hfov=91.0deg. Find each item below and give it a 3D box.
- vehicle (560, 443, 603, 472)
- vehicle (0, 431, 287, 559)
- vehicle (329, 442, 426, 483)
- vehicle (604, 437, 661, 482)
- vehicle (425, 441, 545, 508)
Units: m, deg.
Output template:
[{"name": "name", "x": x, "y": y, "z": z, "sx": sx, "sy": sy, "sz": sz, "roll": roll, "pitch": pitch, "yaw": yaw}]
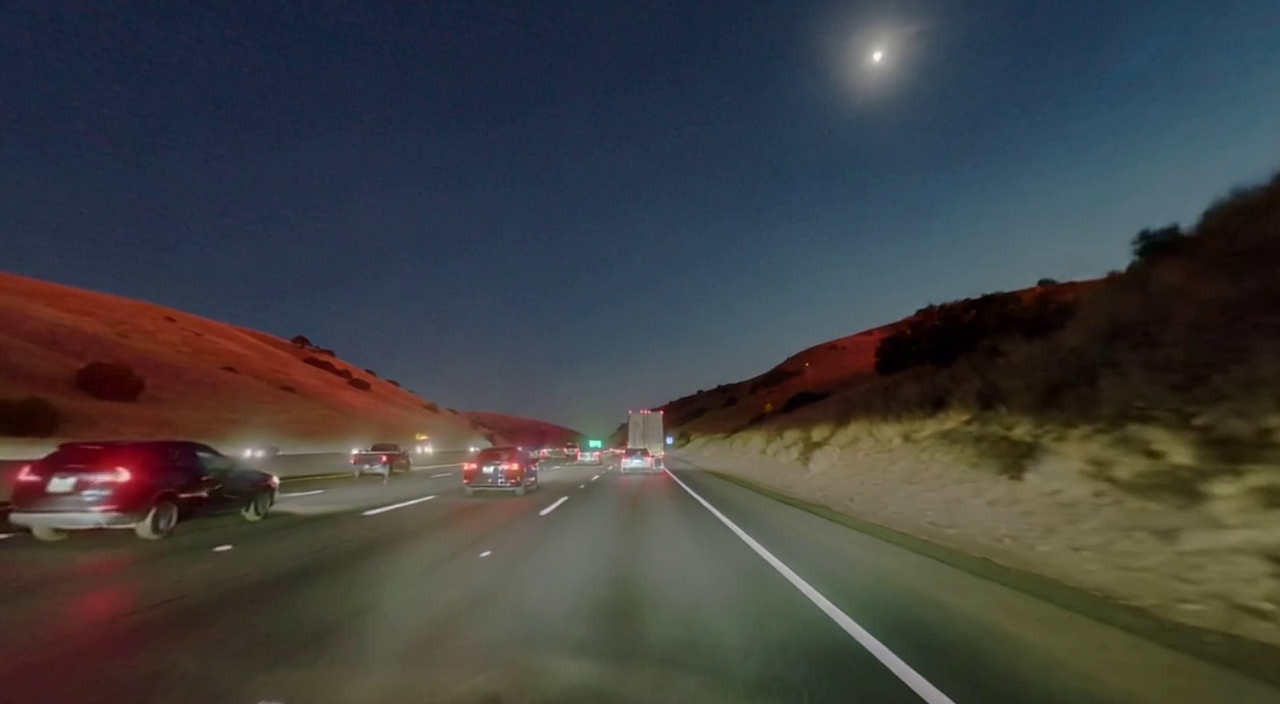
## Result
[{"name": "vehicle", "x": -3.558, "y": 6.552, "z": 39.384, "sx": 2.155, "sy": 1.661, "sz": 4.477, "roll": 0, "pitch": -9, "yaw": 1}, {"name": "vehicle", "x": -7.725, "y": 2.041, "z": 9.734, "sx": 2.029, "sy": 1.507, "sz": 4.204, "roll": 1, "pitch": -9, "yaw": 1}, {"name": "vehicle", "x": -10.636, "y": 4.497, "z": 25.935, "sx": 1.950, "sy": 1.507, "sz": 4.527, "roll": 1, "pitch": -9, "yaw": 1}, {"name": "vehicle", "x": -0.294, "y": 4.731, "z": 27.894, "sx": 2.281, "sy": 1.795, "sz": 4.297, "roll": 1, "pitch": -9, "yaw": 0}, {"name": "vehicle", "x": -3.877, "y": 3.147, "z": 16.677, "sx": 1.943, "sy": 1.468, "sz": 4.547, "roll": 1, "pitch": -9, "yaw": 1}]
